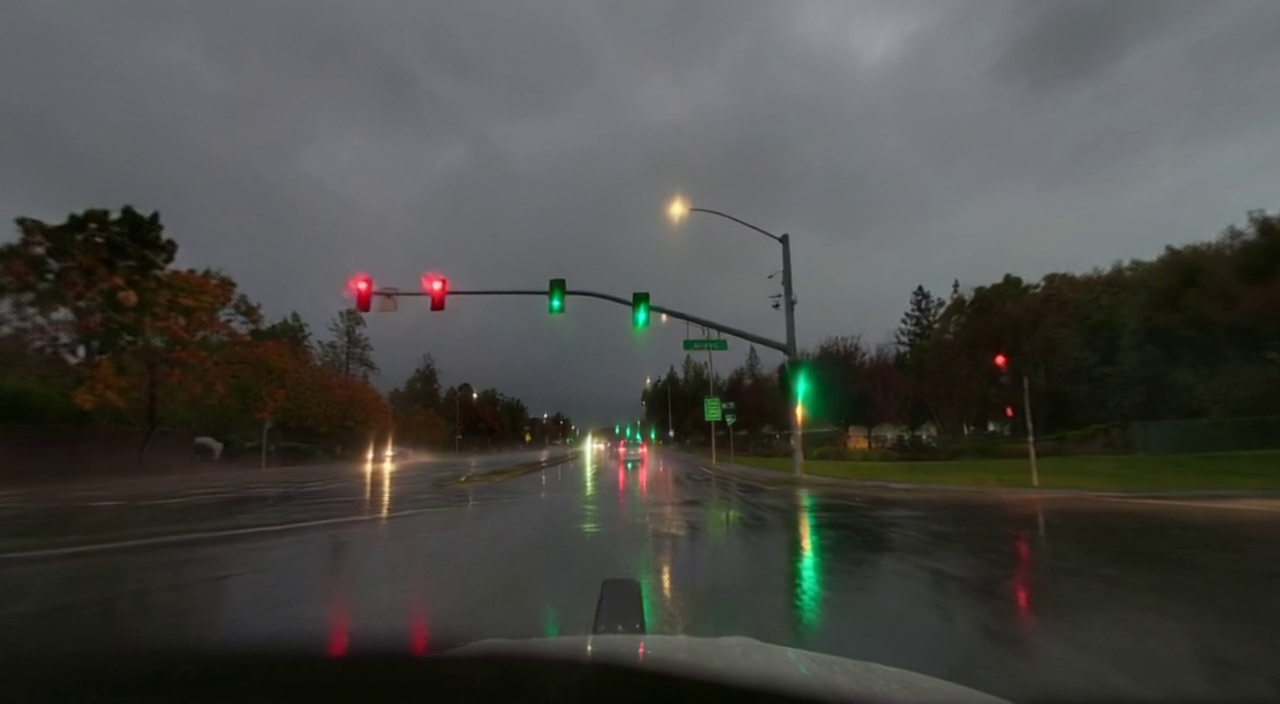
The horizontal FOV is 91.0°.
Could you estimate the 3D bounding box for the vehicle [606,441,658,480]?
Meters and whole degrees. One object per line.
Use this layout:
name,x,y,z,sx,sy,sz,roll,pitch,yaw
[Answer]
vehicle,-0.301,4.356,25.527,1.954,1.469,3.465,0,-8,0
